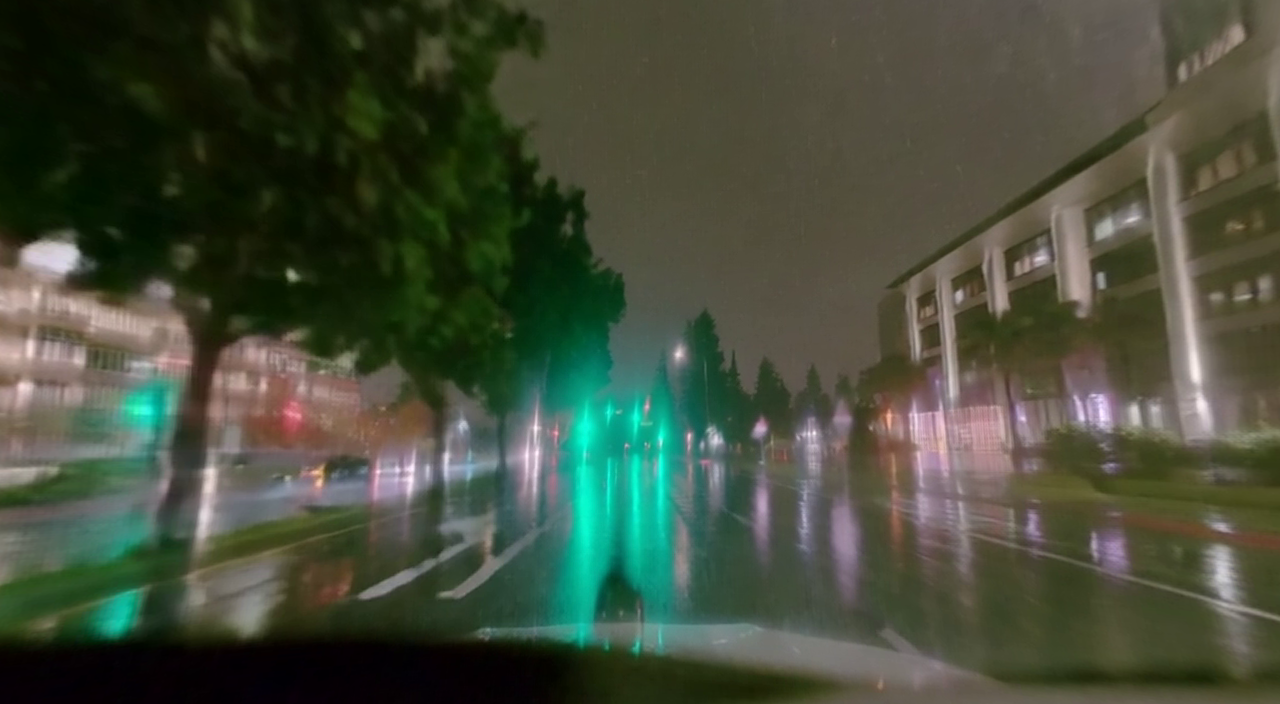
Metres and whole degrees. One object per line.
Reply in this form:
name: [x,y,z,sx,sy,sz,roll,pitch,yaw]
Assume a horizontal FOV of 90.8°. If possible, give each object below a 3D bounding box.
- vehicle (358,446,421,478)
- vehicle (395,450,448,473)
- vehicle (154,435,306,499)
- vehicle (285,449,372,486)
vehicle: [-15.272,6.699,38.773,1.989,1.747,5.019,-1,-8,-2]
vehicle: [-15.264,7.647,44.451,1.929,1.471,4.919,0,-8,1]
vehicle: [-15.425,4.360,24.282,2.246,2.081,5.416,-1,-9,-1]
vehicle: [-15.349,5.691,31.434,1.892,1.624,4.645,0,-8,1]
